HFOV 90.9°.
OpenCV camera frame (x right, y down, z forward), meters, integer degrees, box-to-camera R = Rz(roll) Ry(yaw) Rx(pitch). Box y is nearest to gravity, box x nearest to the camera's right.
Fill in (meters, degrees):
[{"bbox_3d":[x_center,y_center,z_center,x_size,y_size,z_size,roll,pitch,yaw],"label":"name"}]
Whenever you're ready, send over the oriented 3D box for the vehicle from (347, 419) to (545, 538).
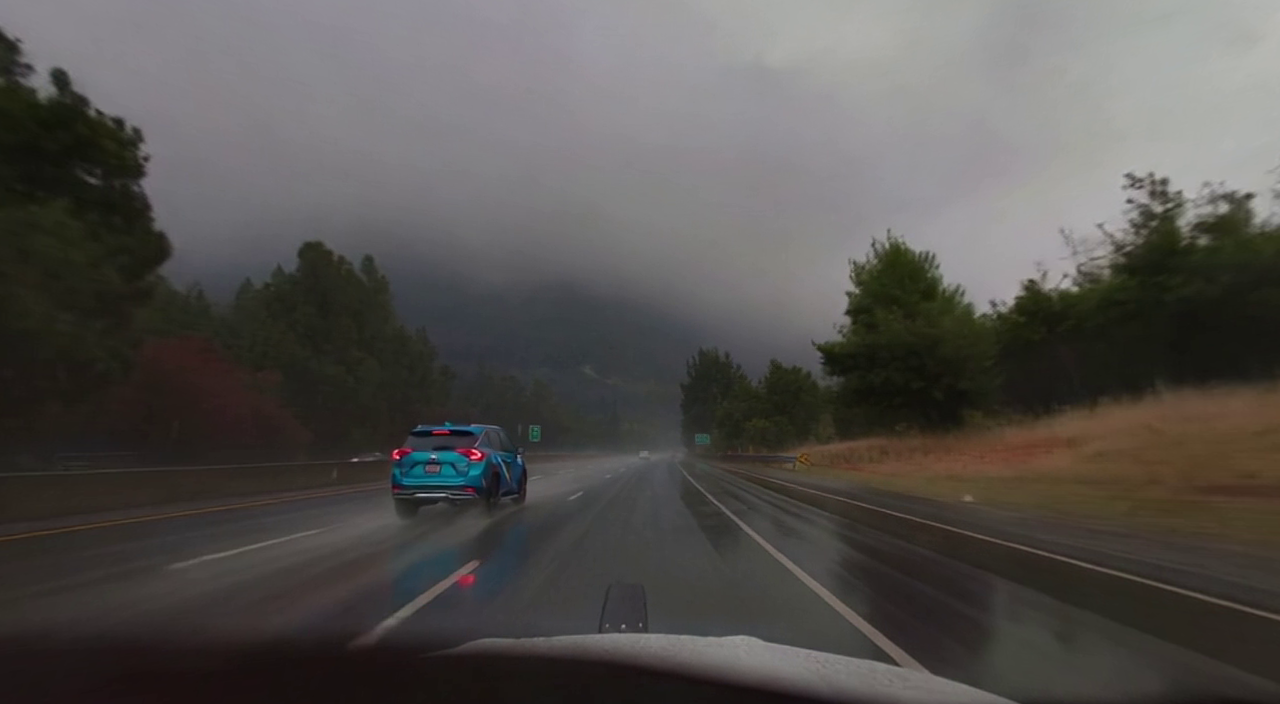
[{"bbox_3d":[-3.349,2.293,12.104,2.183,1.803,4.685,0,-8,2],"label":"vehicle"}]
